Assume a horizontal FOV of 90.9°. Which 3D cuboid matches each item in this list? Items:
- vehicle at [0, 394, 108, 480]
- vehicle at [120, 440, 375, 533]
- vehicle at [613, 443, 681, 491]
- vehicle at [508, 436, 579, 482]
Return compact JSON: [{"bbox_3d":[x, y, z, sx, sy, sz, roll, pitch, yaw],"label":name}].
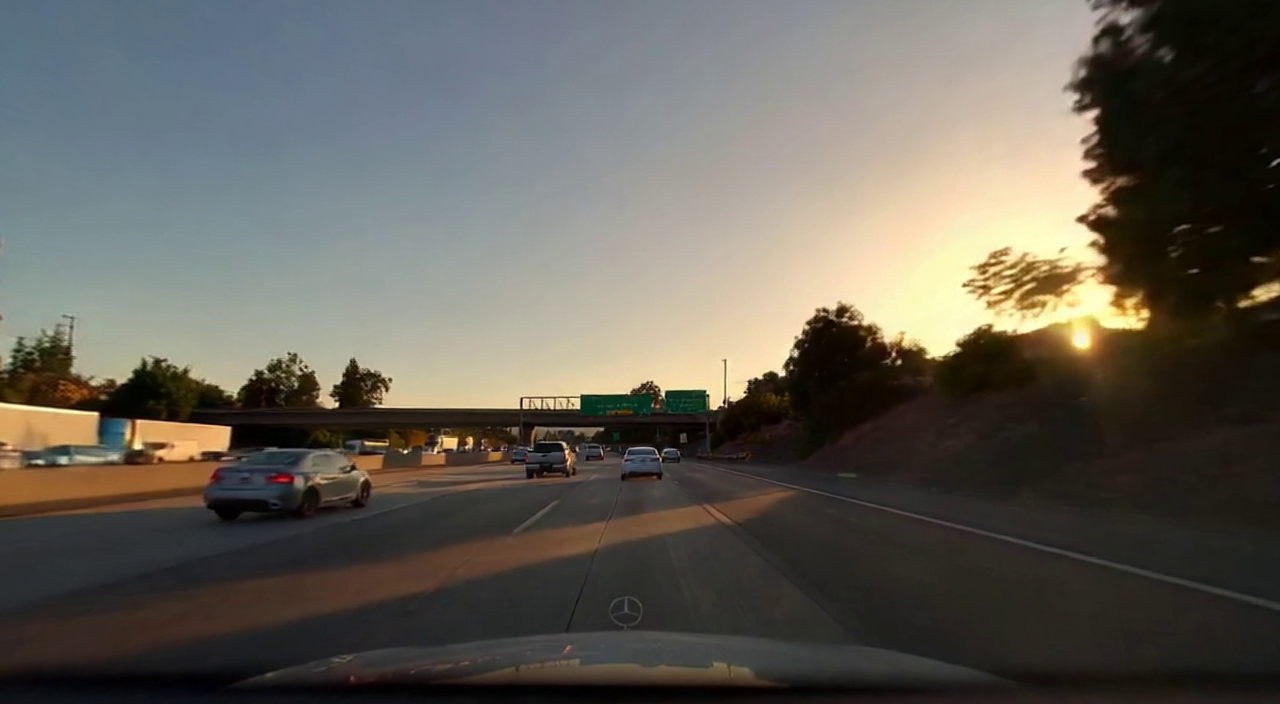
[{"bbox_3d":[-31.890,4.023,29.819,2.841,4.066,12.931,1,-8,-4],"label":"vehicle"},{"bbox_3d":[-7.235,2.491,12.412,1.974,1.464,4.733,0,-8,0],"label":"vehicle"},{"bbox_3d":[0.171,3.856,21.574,2.082,1.482,4.126,0,-8,-1],"label":"vehicle"},{"bbox_3d":[-3.982,4.529,26.937,2.289,1.777,4.534,0,-8,0],"label":"vehicle"}]
